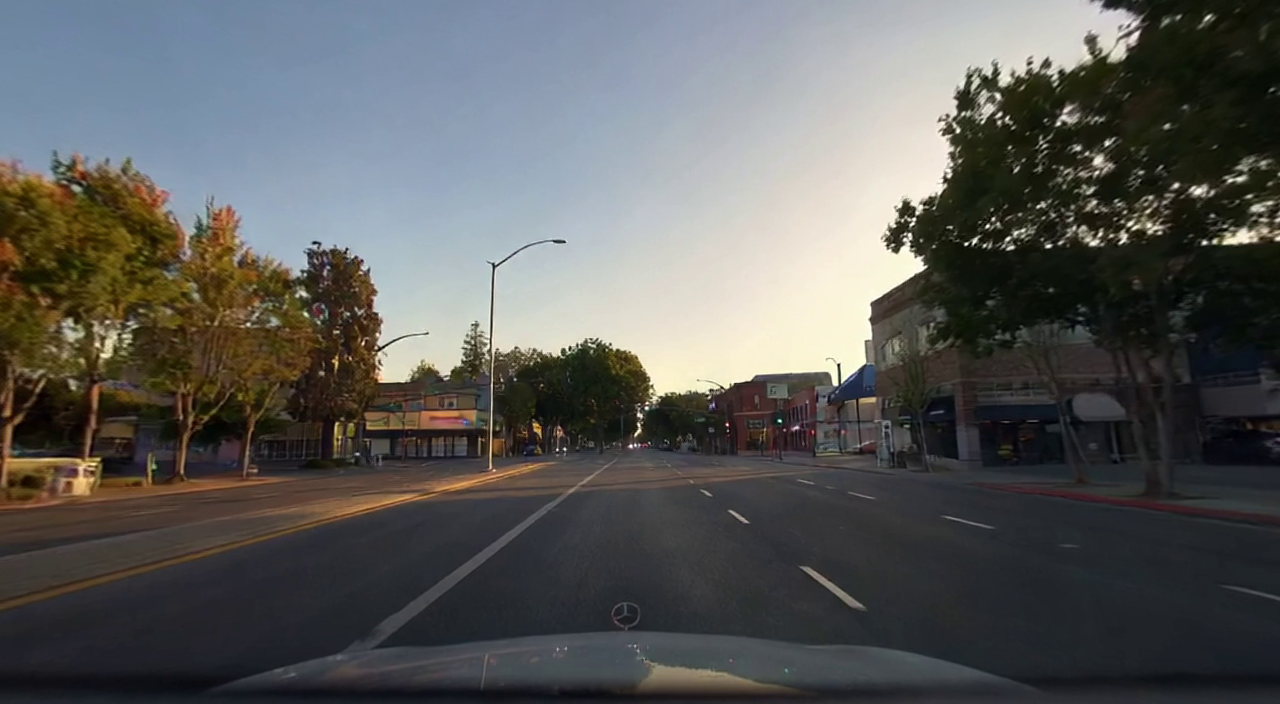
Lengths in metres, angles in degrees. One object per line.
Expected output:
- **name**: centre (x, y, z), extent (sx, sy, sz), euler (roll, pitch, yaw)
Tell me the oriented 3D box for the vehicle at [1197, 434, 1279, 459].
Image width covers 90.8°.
- **vehicle**: centre (39.114, 6.105, 40.830), extent (1.867, 1.552, 4.657), euler (0, -9, -2)
